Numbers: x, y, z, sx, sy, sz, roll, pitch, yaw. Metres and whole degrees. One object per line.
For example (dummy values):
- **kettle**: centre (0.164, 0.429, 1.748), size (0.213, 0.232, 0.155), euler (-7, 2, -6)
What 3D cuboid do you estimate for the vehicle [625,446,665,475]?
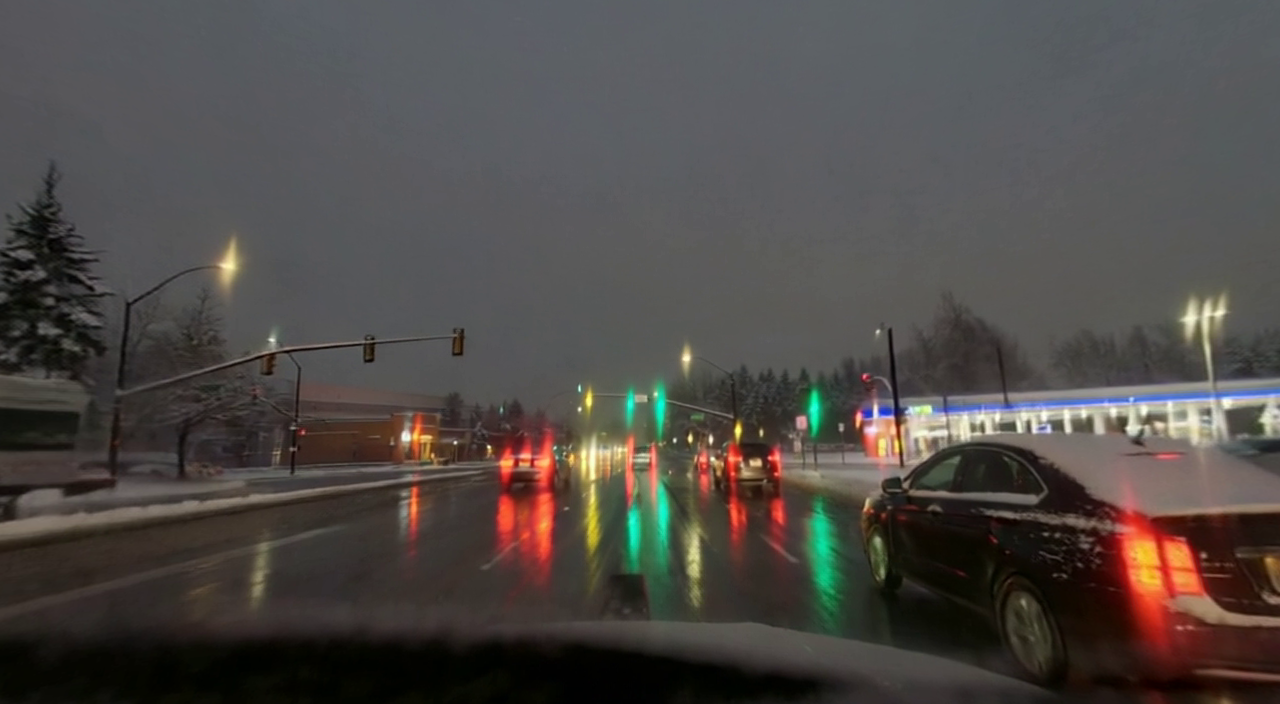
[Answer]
- **vehicle**: centre (0.285, 5.955, 34.907), size (2.104, 1.477, 4.591), euler (0, -8, 1)

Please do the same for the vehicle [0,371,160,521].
- **vehicle**: centre (-16.088, 2.173, 14.512), size (2.856, 3.384, 9.039), euler (0, -9, 0)

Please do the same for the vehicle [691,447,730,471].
- **vehicle**: centre (4.701, 7.198, 42.692), size (2.174, 1.462, 4.400), euler (0, -8, 1)

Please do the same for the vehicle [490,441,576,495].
- **vehicle**: centre (-3.460, 3.810, 21.156), size (2.023, 1.607, 4.086), euler (-1, -8, 2)

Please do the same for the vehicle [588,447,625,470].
- **vehicle**: centre (-2.262, 7.380, 43.880), size (2.192, 1.463, 4.211), euler (-1, -8, 2)

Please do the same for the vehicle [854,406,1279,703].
- **vehicle**: centre (3.542, 1.327, 4.978), size (2.038, 1.499, 4.868), euler (0, -8, 1)

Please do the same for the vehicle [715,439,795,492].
- **vehicle**: centre (3.989, 4.010, 22.599), size (2.022, 1.683, 4.171), euler (0, -8, 0)
